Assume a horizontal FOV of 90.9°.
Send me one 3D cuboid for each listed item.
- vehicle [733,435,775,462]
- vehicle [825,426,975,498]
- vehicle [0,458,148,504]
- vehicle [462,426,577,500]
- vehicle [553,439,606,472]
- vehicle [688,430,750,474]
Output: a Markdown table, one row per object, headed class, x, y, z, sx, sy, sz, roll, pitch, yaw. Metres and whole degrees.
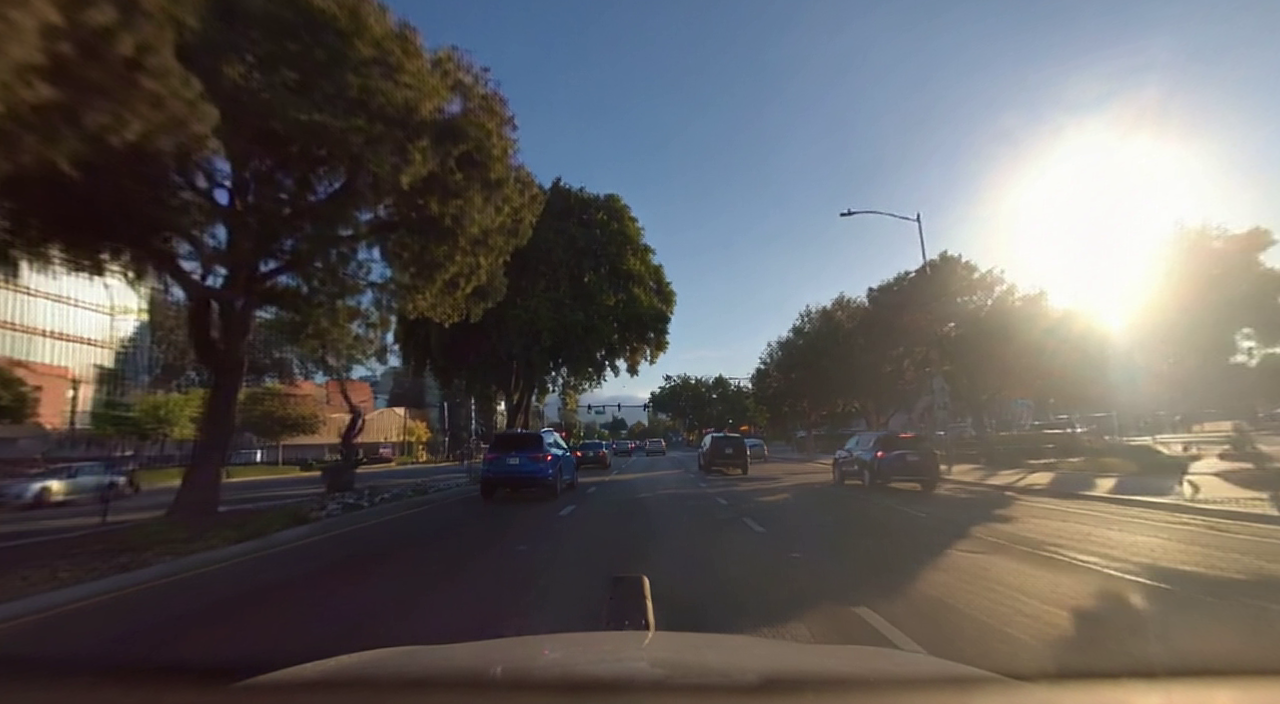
| class | x | y | z | sx | sy | sz | roll | pitch | yaw |
| --- | --- | --- | --- | --- | --- | --- | --- | --- | --- |
| vehicle | 7.911 | 6.738 | 44.134 | 2.076 | 1.793 | 4.464 | 0 | -9 | 0 |
| vehicle | 6.782 | 2.932 | 17.129 | 2.088 | 1.666 | 4.512 | 0 | -9 | -1 |
| vehicle | -22.977 | 5.192 | 25.774 | 1.983 | 1.494 | 4.832 | -3 | -9 | -2 |
| vehicle | -3.049 | 2.942 | 17.045 | 2.141 | 1.719 | 4.379 | -1 | -9 | 1 |
| vehicle | -2.874 | 5.065 | 30.920 | 2.036 | 1.465 | 4.301 | -1 | -9 | 2 |
| vehicle | 3.492 | 4.540 | 28.676 | 2.178 | 1.804 | 4.766 | 0 | -9 | 0 |
